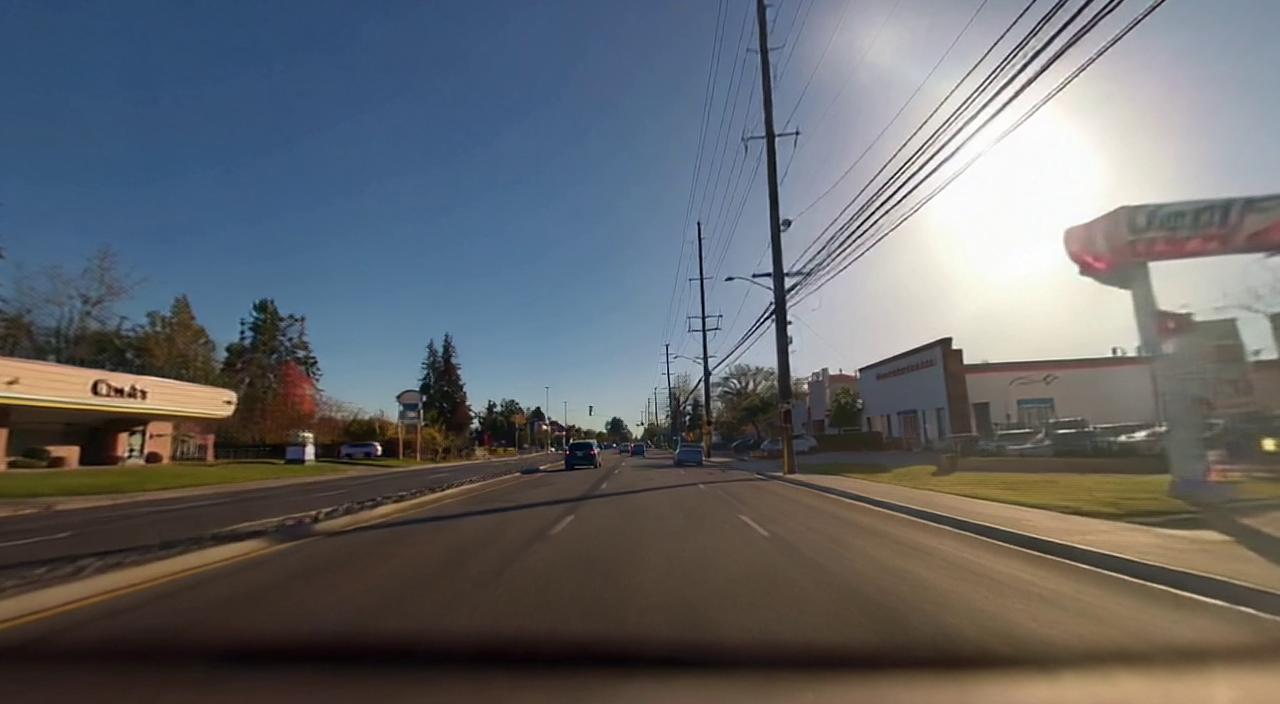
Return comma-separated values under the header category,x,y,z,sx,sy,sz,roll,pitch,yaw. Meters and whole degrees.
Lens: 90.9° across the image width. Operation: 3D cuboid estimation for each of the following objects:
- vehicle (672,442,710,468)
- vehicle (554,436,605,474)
category,x,y,z,sx,sy,sz,roll,pitch,yaw
vehicle,2.972,6.096,37.511,1.978,1.455,4.195,0,-9,2
vehicle,-2.846,4.942,30.474,2.047,1.664,4.148,0,-9,0
